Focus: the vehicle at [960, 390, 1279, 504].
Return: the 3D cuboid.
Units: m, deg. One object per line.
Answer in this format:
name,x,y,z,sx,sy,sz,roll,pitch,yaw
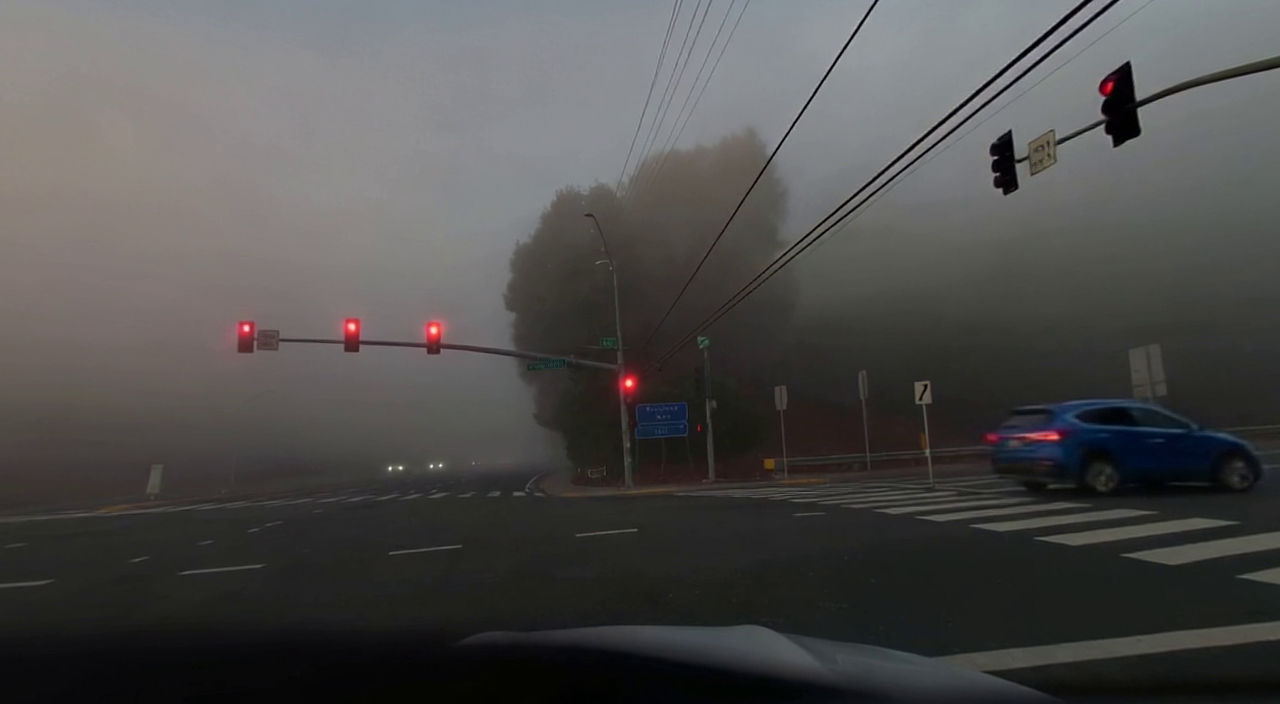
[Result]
vehicle,8.829,1.714,11.514,4.881,1.807,2.135,1,-9,-8
